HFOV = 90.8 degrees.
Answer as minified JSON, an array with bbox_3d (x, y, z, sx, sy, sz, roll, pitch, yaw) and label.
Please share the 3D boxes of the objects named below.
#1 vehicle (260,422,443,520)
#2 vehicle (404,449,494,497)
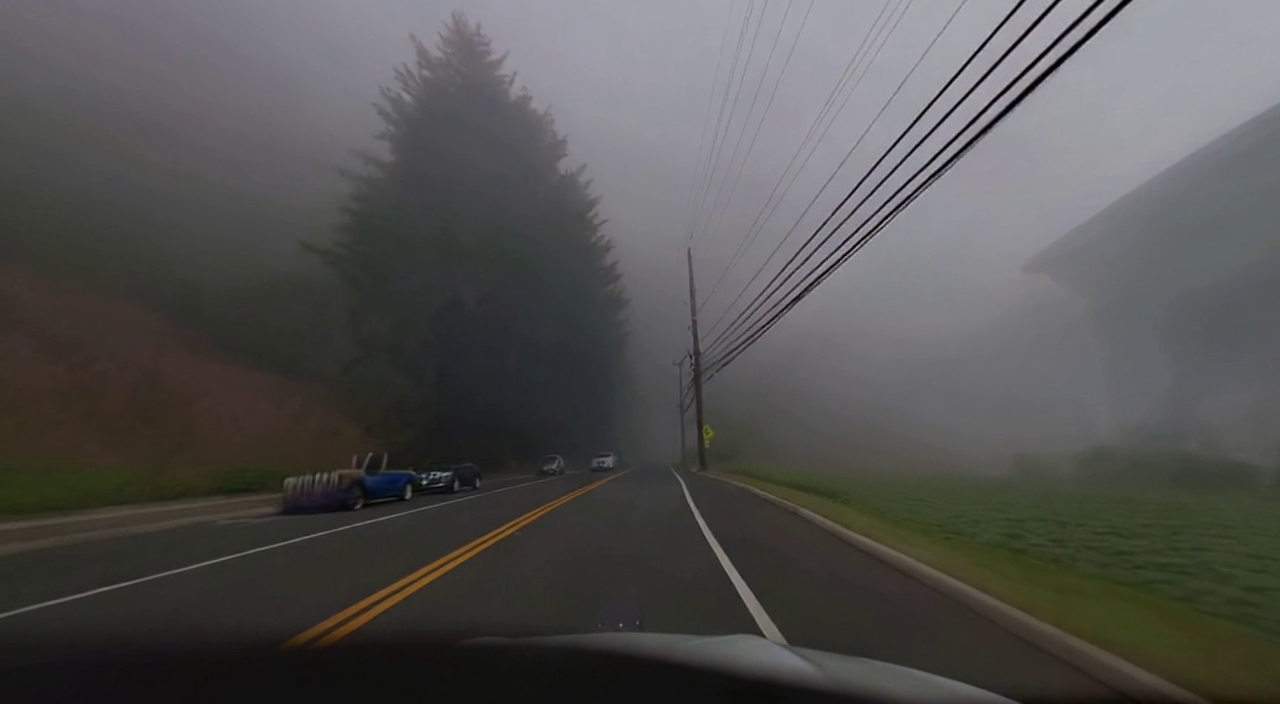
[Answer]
[{"bbox_3d":[-7.376,3.081,16.881,2.295,1.989,5.055,-6,-9,3],"label":"vehicle"},{"bbox_3d":[-7.217,4.681,24.376,1.940,1.514,4.544,-4,-11,2],"label":"vehicle"}]
